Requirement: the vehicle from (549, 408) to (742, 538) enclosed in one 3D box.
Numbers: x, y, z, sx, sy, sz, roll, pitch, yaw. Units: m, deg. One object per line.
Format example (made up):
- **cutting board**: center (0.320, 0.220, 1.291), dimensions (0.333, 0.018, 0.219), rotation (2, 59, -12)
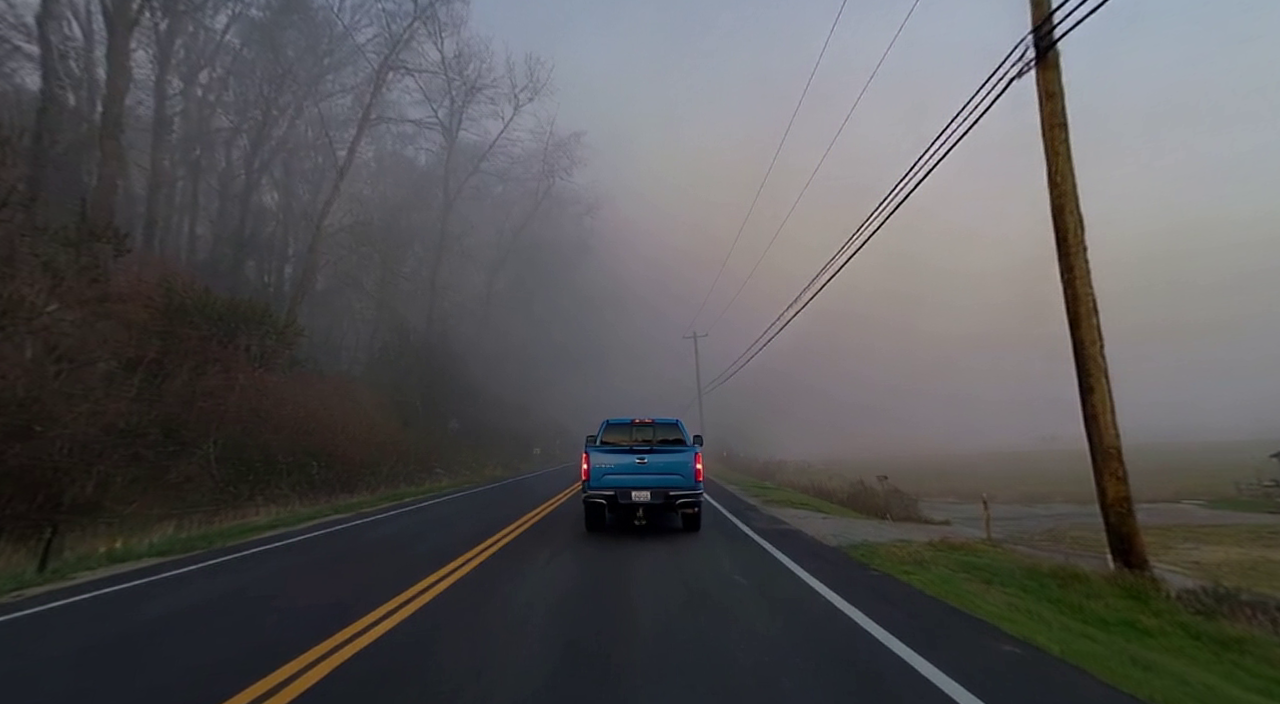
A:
- **vehicle**: center (0.039, 2.185, 12.131), dimensions (2.774, 1.861, 5.885), rotation (0, -8, -1)
